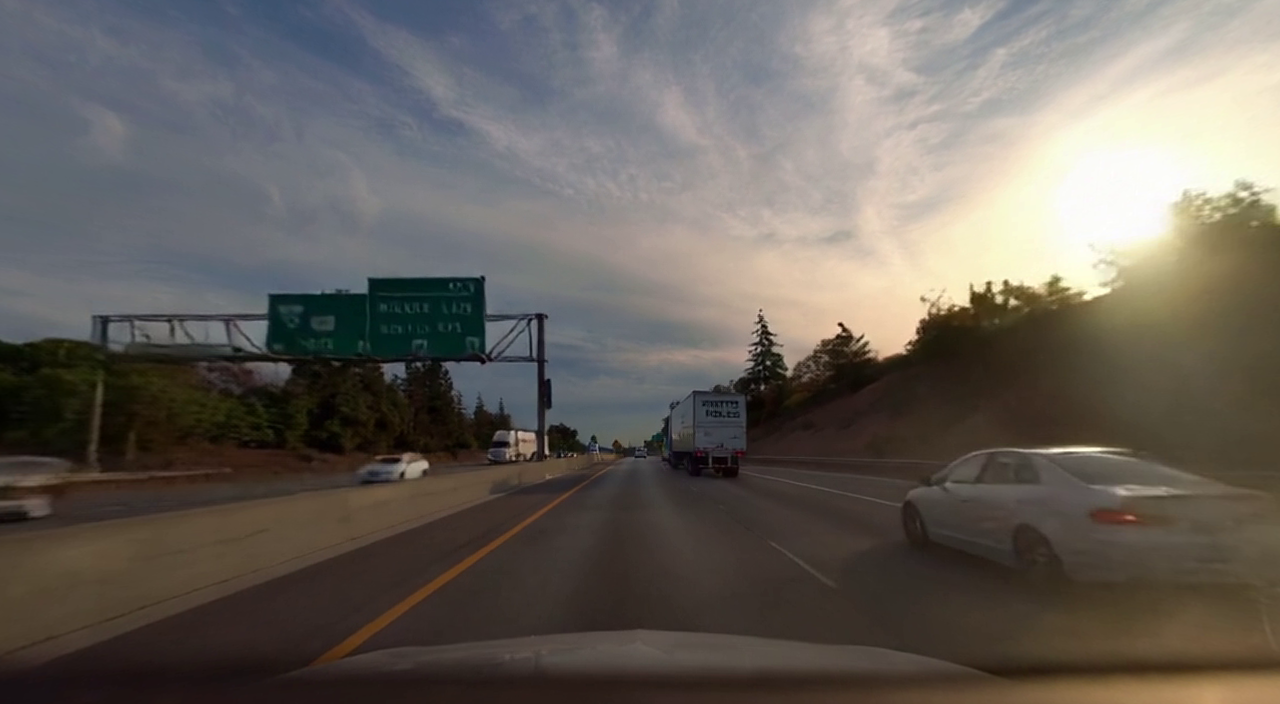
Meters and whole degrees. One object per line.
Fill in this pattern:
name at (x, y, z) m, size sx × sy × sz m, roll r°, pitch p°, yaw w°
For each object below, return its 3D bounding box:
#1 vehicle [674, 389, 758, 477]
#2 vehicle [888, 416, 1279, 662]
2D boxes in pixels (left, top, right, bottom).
vehicle at (3.926, 4.878, 36.360) m, size 2.926 × 4.060 × 14.068 m, roll 0°, pitch -9°, yaw -1°
vehicle at (4.191, 1.460, 5.954) m, size 1.917 × 1.471 × 4.149 m, roll 0°, pitch -9°, yaw -1°
